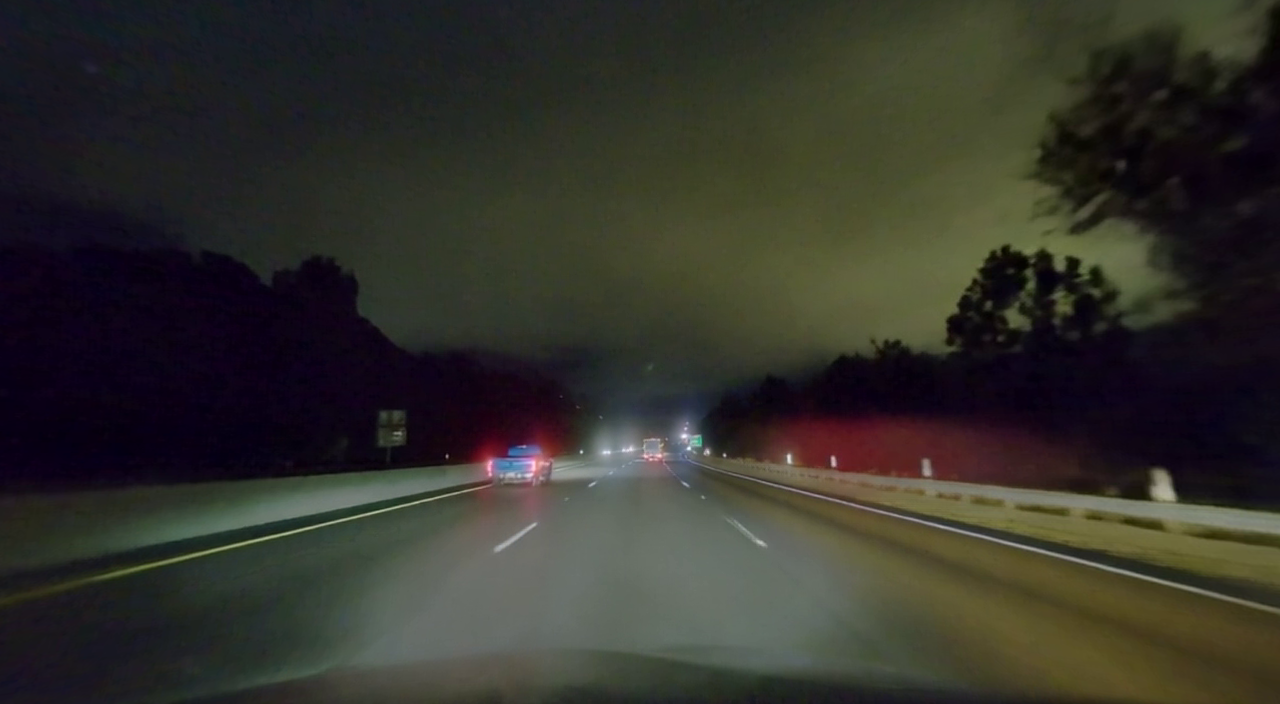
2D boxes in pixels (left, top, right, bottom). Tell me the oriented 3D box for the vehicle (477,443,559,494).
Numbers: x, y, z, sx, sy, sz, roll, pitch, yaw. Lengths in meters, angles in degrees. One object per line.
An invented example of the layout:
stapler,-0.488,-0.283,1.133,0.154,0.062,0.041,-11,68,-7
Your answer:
vehicle,-4.166,4.048,22.276,2.035,1.595,4.022,0,-9,1
